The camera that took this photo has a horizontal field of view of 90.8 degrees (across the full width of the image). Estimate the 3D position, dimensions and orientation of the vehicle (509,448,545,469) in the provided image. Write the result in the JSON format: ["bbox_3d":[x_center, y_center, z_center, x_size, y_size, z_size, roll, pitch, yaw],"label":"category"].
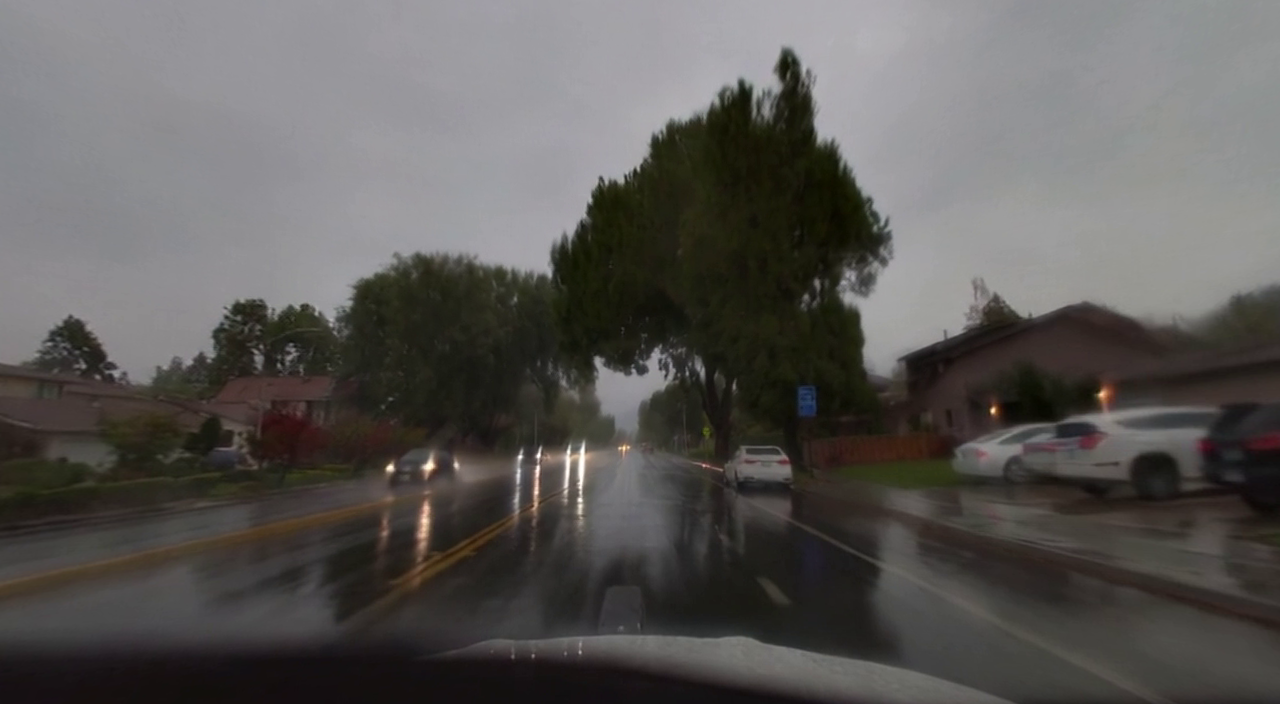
[{"bbox_3d":[-8.687,8.239,48.970,1.920,1.516,4.311,0,-8,1],"label":"vehicle"}]

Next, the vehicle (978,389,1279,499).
[{"bbox_3d":[10.221,1.953,13.461,4.578,2.084,2.428,-1,-8,2],"label":"vehicle"}]

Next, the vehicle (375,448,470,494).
[{"bbox_3d":[-8.286,4.535,24.564,2.005,1.589,4.648,0,-9,0],"label":"vehicle"}]

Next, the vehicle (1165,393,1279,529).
[{"bbox_3d":[10.746,1.282,8.732,4.964,1.739,2.184,-5,-10,-4],"label":"vehicle"}]

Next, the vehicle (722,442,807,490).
[{"bbox_3d":[4.222,3.935,22.200,2.011,1.458,4.633,0,-8,0],"label":"vehicle"}]

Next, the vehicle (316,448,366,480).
[{"bbox_3d":[-18.831,7.015,40.068,2.141,1.797,5.403,3,-8,-18],"label":"vehicle"}]
